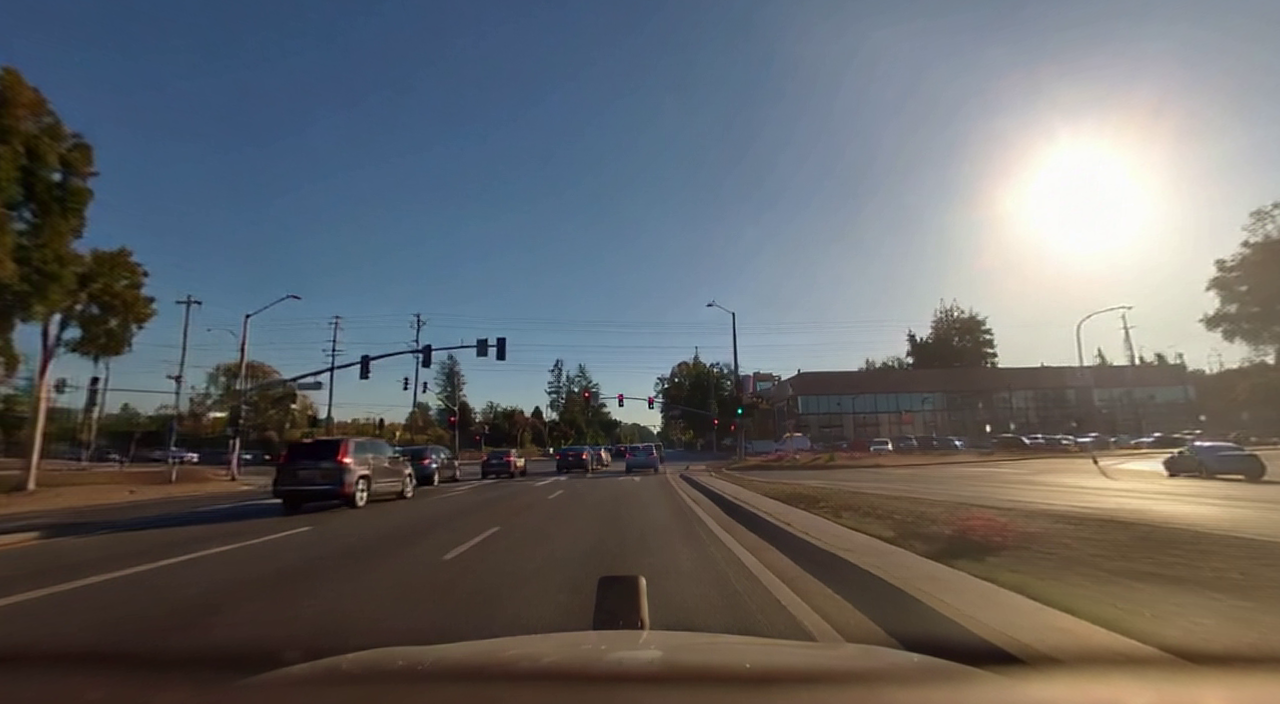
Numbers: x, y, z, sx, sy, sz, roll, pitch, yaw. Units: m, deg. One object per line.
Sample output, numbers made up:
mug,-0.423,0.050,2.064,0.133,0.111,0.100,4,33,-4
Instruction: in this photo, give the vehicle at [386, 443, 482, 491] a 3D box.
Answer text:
vehicle,-7.466,4.178,23.379,1.912,1.573,4.299,0,-8,3

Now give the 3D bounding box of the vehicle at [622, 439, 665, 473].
vehicle,0.292,6.079,37.211,2.276,1.850,3.897,-1,-8,4

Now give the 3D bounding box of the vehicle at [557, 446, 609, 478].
vehicle,-2.763,5.462,31.691,2.064,1.464,4.373,0,-8,2

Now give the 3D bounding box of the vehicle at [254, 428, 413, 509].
vehicle,-7.443,2.857,15.902,1.860,1.754,4.089,0,-8,1

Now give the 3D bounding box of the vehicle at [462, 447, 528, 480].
vehicle,-6.942,5.362,30.683,1.904,1.449,4.580,0,-8,3
